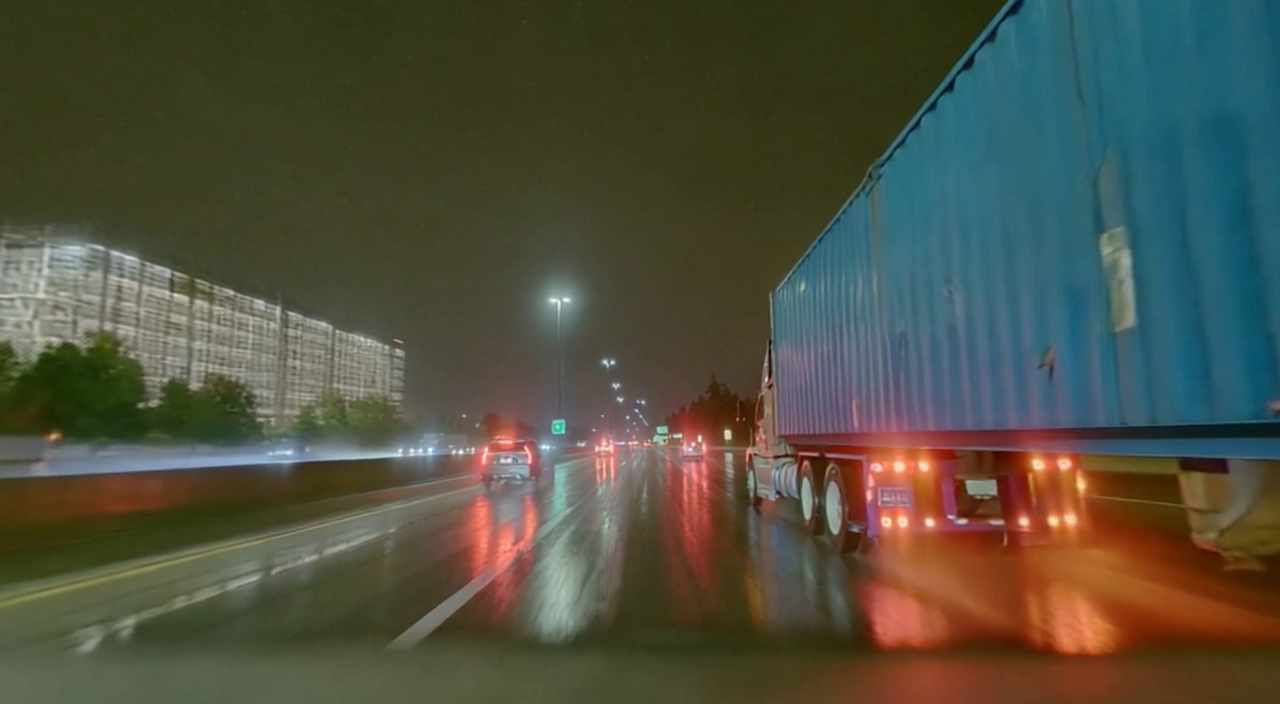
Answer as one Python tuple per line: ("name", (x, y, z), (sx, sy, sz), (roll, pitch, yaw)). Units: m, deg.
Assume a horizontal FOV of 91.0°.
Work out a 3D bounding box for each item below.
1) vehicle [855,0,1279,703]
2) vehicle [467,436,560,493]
("vehicle", (3.847, -0.815, 0.254), (2.893, 3.992, 13.605), (0, -8, 1))
("vehicle", (-3.697, 3.359, 19.148), (1.954, 1.528, 4.010), (0, -9, 0))
